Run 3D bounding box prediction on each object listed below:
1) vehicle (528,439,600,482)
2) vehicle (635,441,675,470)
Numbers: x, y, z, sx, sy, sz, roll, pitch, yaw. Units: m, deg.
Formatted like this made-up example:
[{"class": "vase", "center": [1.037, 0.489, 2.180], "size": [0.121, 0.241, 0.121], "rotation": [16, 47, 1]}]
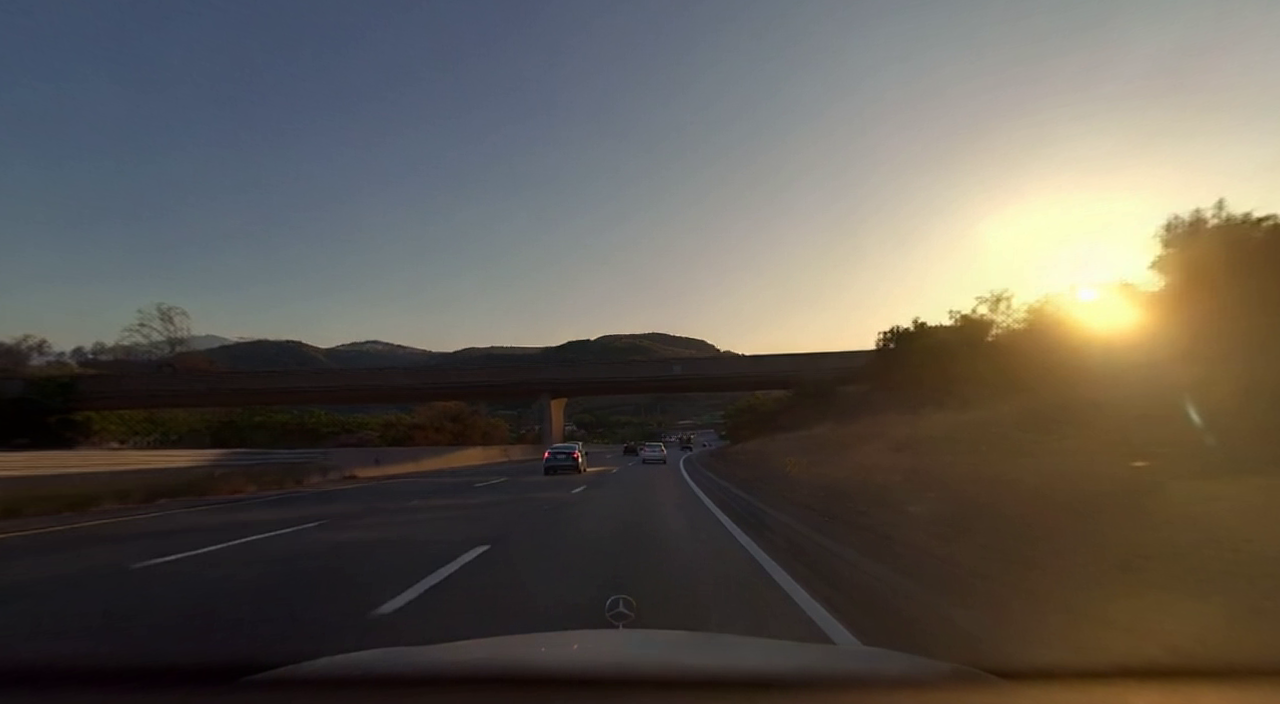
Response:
[{"class": "vehicle", "center": [-2.962, 4.368, 25.510], "size": [2.129, 1.563, 4.387], "rotation": [-1, -9, 3]}, {"class": "vehicle", "center": [0.907, 5.884, 35.870], "size": [2.129, 1.502, 4.321], "rotation": [-1, -9, 3]}]
